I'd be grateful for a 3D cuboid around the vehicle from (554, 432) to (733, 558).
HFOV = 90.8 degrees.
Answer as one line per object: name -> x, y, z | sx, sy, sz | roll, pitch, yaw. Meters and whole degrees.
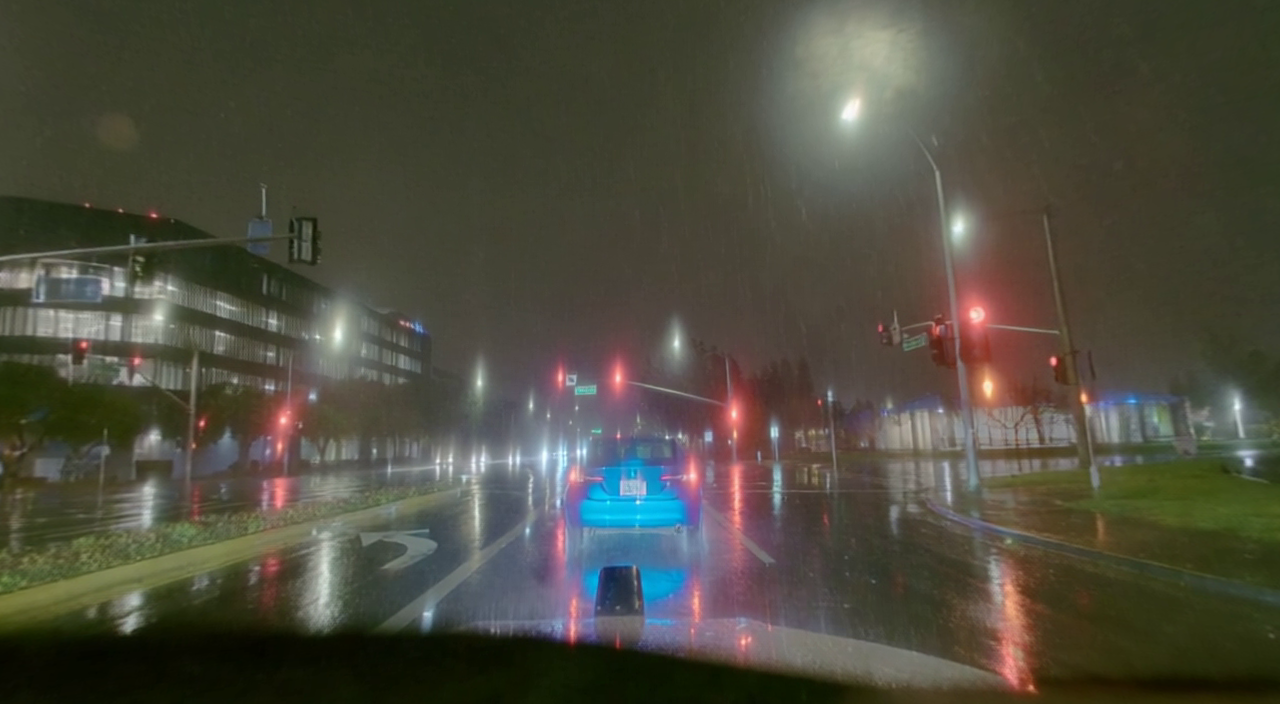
vehicle -> 0.009, 1.996, 9.531 | 2.107, 1.470, 3.974 | 0, -9, -1
